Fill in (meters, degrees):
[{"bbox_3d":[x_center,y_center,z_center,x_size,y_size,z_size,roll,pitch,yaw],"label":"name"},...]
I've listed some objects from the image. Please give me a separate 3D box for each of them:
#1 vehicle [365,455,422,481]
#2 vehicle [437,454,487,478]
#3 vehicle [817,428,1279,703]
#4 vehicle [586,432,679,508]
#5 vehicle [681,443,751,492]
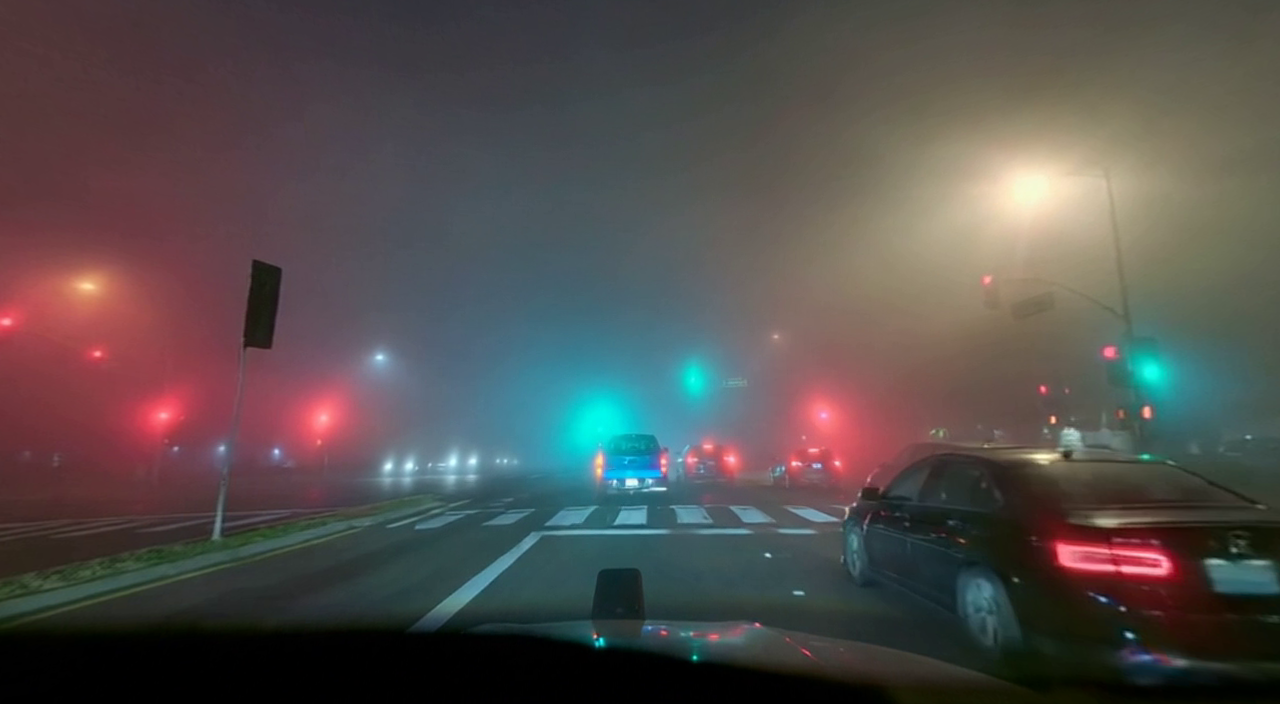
[{"bbox_3d":[-15.789,7.423,40.695,1.915,1.491,4.347,0,-8,0],"label":"vehicle"},{"bbox_3d":[-11.708,7.513,41.884,1.989,1.459,4.667,0,-8,0],"label":"vehicle"},{"bbox_3d":[3.196,1.437,5.338,2.057,1.463,4.365,0,-8,-1],"label":"vehicle"},{"bbox_3d":[-0.238,3.317,18.282,2.344,1.883,4.572,0,-8,-1],"label":"vehicle"},{"bbox_3d":[2.904,4.497,25.117,2.013,1.742,4.424,0,-8,-2],"label":"vehicle"}]
